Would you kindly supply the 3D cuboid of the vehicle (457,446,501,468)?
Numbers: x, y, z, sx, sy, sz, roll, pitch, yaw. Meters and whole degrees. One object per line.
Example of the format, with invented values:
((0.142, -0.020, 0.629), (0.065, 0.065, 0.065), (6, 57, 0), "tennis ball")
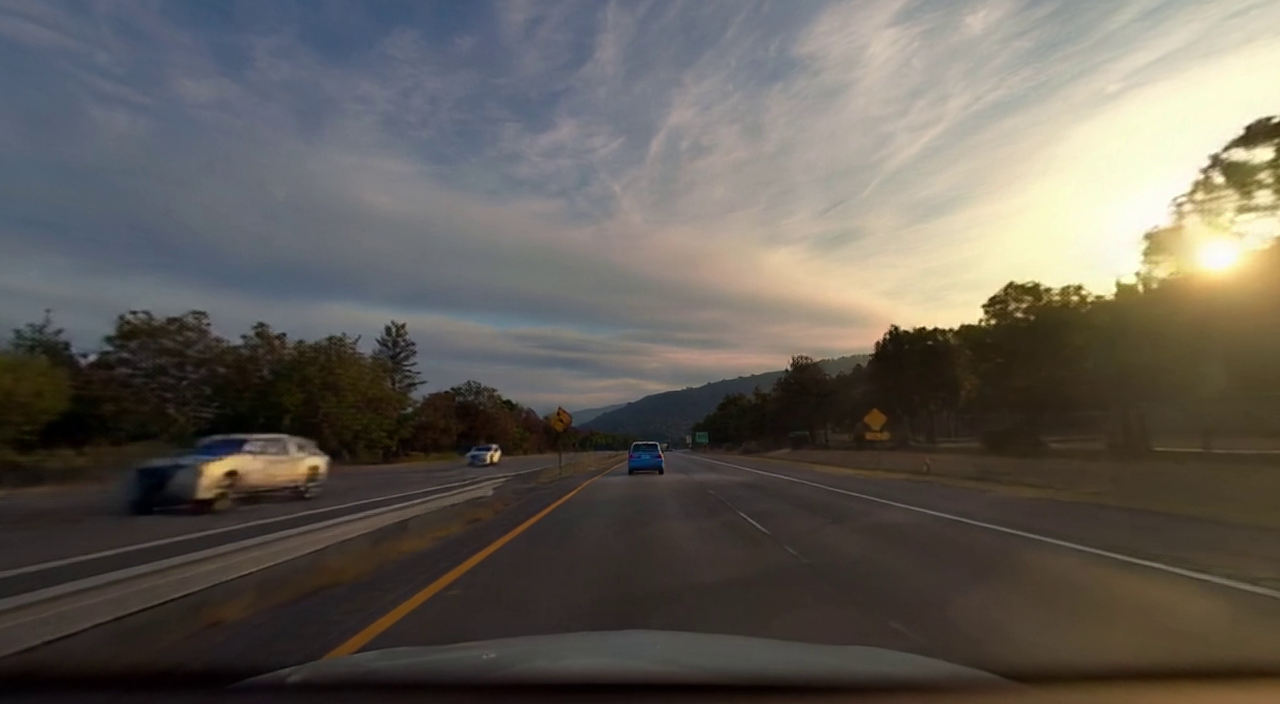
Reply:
((-11.440, 7.460, 44.955), (1.847, 1.486, 4.383), (0, -9, 2), "vehicle")

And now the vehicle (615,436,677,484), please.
((0.221, 4.167, 24.484), (2.190, 1.706, 4.062), (0, -9, 0), "vehicle")
